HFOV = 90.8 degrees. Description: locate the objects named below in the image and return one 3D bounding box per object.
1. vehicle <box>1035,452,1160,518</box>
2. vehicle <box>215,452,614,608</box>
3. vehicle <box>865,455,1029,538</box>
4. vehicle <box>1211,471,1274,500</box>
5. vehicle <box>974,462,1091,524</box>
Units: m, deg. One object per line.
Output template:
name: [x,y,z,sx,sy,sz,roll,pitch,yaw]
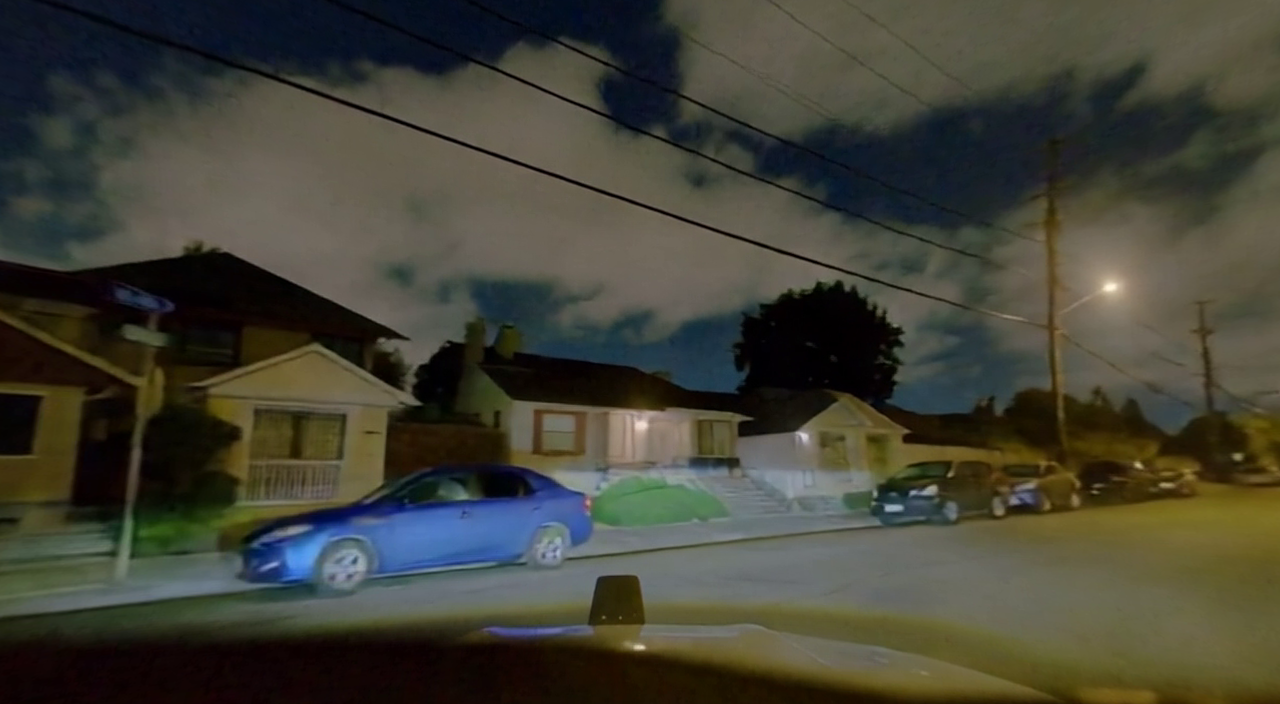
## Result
vehicle: [15.971,4.519,21.969,4.713,1.923,2.034,6,-10,-36]
vehicle: [-2.670,2.056,8.167,4.469,1.391,1.746,6,-12,-38]
vehicle: [7.881,3.534,16.074,4.442,1.675,1.909,6,-10,-38]
vehicle: [34.570,7.608,36.213,4.357,1.359,1.958,6,-10,-39]
vehicle: [11.790,4.137,18.904,3.648,1.502,1.745,6,-10,-38]
